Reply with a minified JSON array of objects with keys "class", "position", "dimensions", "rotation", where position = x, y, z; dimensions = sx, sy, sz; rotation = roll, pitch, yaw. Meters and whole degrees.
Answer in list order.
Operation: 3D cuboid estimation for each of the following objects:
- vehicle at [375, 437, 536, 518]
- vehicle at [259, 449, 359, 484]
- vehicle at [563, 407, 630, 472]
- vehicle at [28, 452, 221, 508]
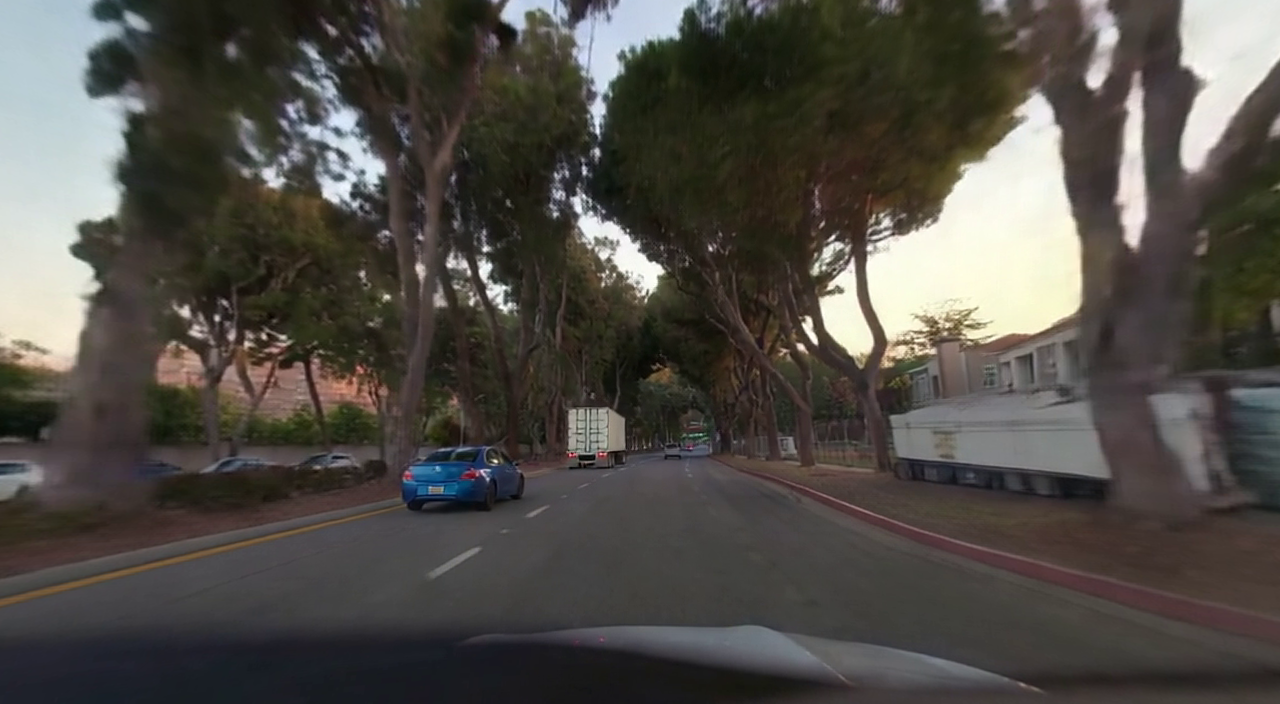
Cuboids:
[{"class":"vehicle","position":[-3.751,2.645,13.752],"dimensions":[2.005,1.462,4.345],"rotation":[-1,-9,3]},{"class":"vehicle","position":[-15.149,5.265,29.218],"dimensions":[1.934,1.466,4.697],"rotation":[-1,-9,3]},{"class":"vehicle","position":[-2.274,5.095,36.319],"dimensions":[2.746,3.276,8.572],"rotation":[-1,-9,3]},{"class":"vehicle","position":[-15.401,3.808,19.283],"dimensions":[1.837,1.464,4.728],"rotation":[0,-9,1]}]
